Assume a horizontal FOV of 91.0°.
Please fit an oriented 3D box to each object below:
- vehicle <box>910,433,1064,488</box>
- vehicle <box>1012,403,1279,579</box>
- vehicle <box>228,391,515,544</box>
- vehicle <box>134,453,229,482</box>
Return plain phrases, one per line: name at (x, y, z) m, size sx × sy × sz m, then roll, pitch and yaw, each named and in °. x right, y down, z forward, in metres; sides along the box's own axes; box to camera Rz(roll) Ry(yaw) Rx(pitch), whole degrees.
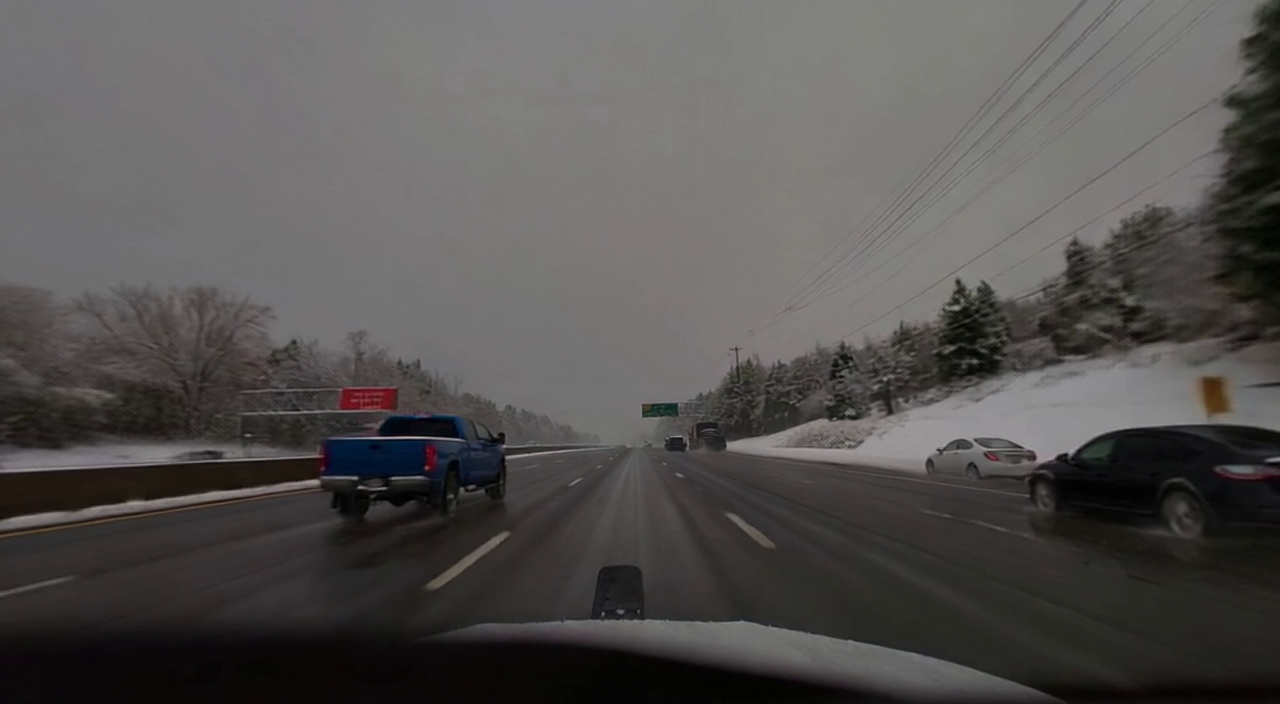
vehicle at (10.566, 3.330, 19.670) m, size 2.076 × 1.470 × 4.644 m, roll 0°, pitch -8°, yaw -1°
vehicle at (6.982, 1.582, 7.800) m, size 1.976 × 1.646 × 4.370 m, roll 0°, pitch -8°, yaw -1°
vehicle at (-4.208, 1.998, 11.566) m, size 2.508 × 2.023 × 6.176 m, roll 0°, pitch -8°, yaw 0°
vehicle at (-25.823, 6.489, 35.674) m, size 1.926 × 1.484 × 4.595 m, roll 0°, pitch -8°, yaw 0°
